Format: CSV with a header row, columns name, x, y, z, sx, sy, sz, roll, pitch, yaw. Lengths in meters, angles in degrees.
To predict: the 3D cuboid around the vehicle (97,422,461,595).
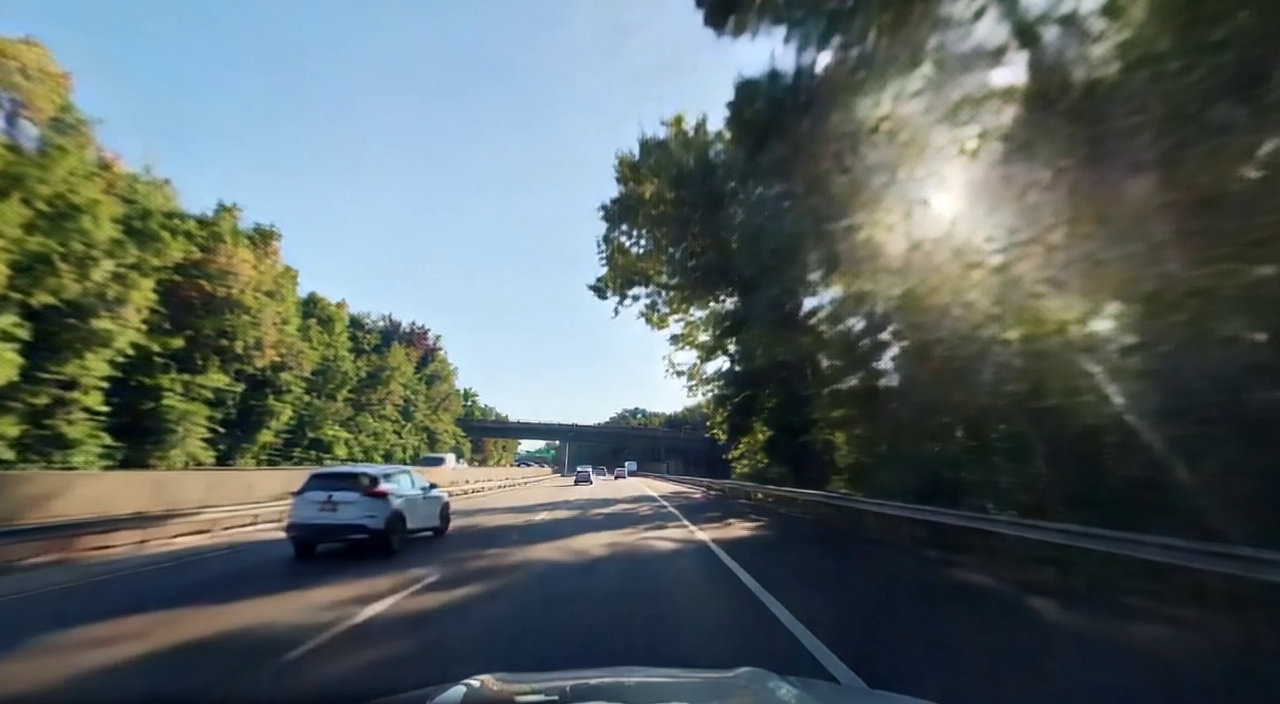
name,x,y,z,sx,sy,sz,roll,pitch,yaw
vehicle,-4.484,2.107,9.157,2.286,1.757,5.057,1,-11,-1
